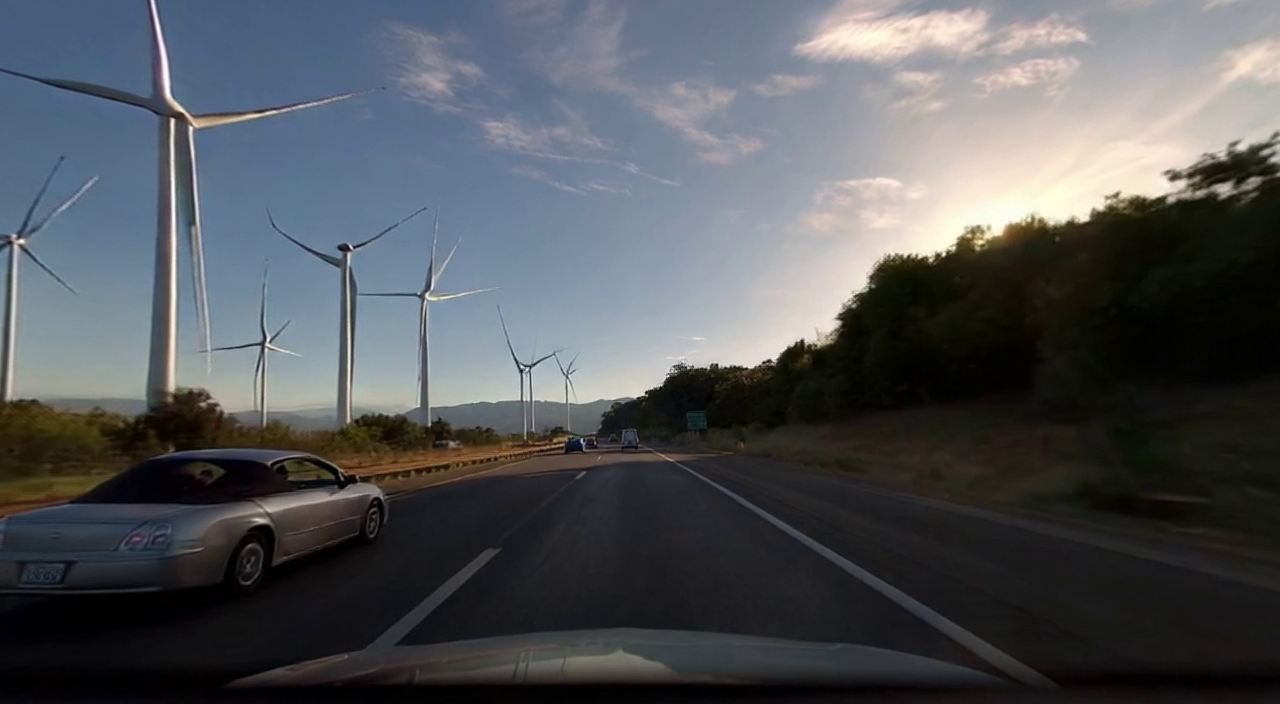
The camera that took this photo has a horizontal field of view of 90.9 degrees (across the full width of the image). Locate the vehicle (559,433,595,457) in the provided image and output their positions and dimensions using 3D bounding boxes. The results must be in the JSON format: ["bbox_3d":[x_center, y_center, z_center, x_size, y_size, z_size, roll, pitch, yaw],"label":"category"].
[{"bbox_3d":[-4.059,6.040,40.925,2.024,1.456,3.754,0,-8,-1],"label":"vehicle"}]

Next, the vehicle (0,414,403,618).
[{"bbox_3d":[-4.249,1.436,6.559,1.969,1.413,4.194,0,-8,-1],"label":"vehicle"}]
